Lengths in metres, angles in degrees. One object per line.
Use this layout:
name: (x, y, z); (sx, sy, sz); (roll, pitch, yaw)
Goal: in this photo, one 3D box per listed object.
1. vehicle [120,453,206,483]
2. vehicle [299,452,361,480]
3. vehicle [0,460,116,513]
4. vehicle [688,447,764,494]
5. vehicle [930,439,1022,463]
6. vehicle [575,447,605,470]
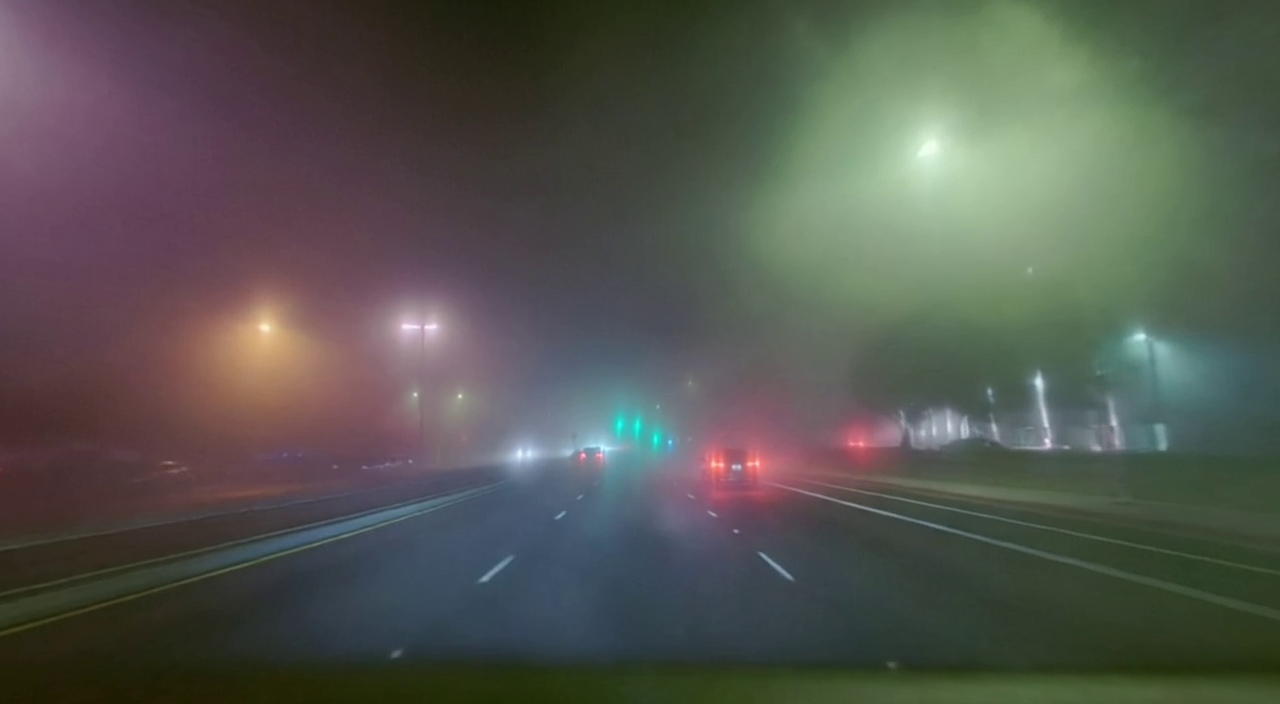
vehicle: (-29.949, 7.250, 39.719); (3.855, 1.693, 1.875); (-2, -8, 1)
vehicle: (-22.518, 8.289, 46.121); (2.139, 1.833, 4.686); (0, -8, 0)
vehicle: (-22.377, 4.889, 23.367); (1.926, 1.681, 4.601); (-1, -8, 1)
vehicle: (2.926, 4.125, 22.448); (1.966, 1.449, 4.290); (0, -9, -2)
vehicle: (21.715, 6.431, 40.967); (4.748, 1.451, 2.089); (0, -9, -2)
vehicle: (-3.680, 7.971, 47.353); (1.935, 1.617, 4.045); (0, -8, 0)
